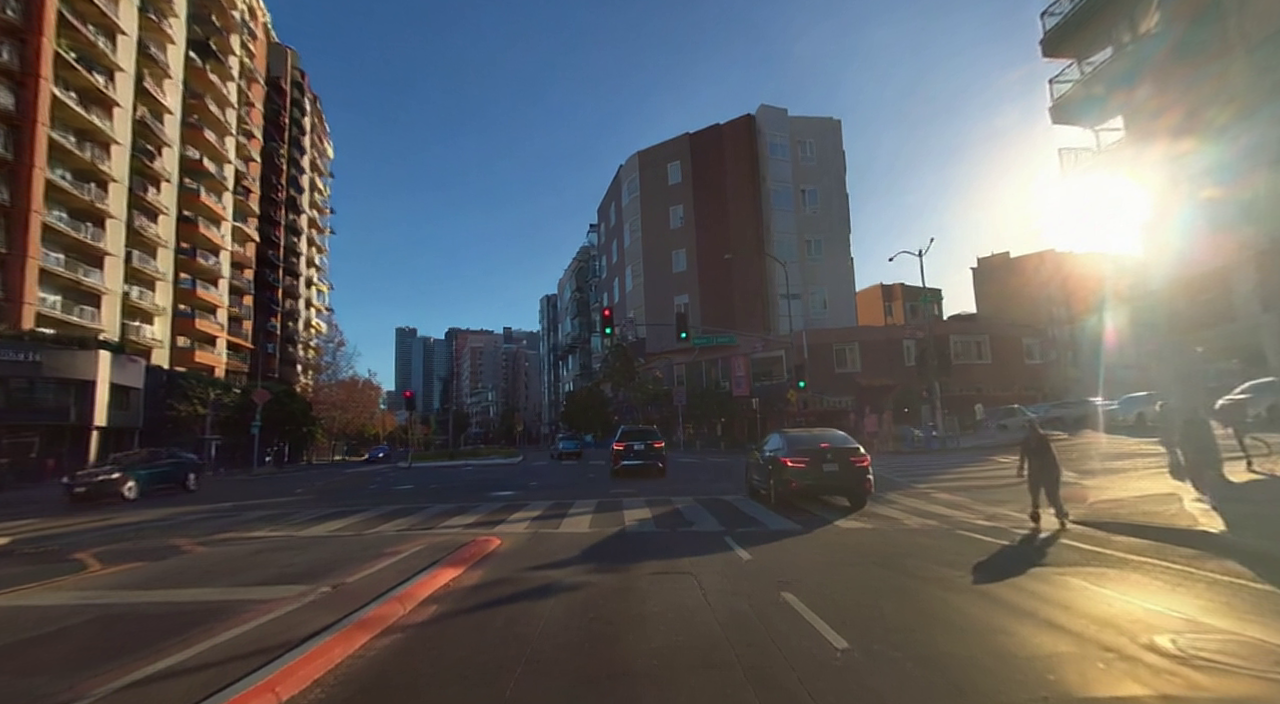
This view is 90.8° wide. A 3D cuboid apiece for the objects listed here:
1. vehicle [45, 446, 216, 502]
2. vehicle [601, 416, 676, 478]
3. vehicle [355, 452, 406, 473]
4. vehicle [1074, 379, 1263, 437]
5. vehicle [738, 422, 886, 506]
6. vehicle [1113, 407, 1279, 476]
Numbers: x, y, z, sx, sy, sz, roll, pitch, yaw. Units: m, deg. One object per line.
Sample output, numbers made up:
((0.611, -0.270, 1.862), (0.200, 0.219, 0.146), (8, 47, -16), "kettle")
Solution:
((-17.439, 4.136, 22.003), (2.132, 1.710, 4.504), (0, -8, 1), "vehicle")
((-0.013, 3.072, 20.481), (2.168, 1.776, 4.135), (0, -8, 1), "vehicle")
((-20.044, 8.547, 49.040), (1.979, 1.488, 4.473), (0, -8, 1), "vehicle")
((20.363, 2.225, 24.541), (5.146, 1.699, 2.269), (-5, -8, 1), "vehicle")
((3.557, 2.422, 14.064), (1.987, 1.538, 4.510), (0, -8, 0), "vehicle")
((13.941, 2.074, 14.676), (4.354, 1.466, 1.863), (0, -9, -1), "vehicle")
